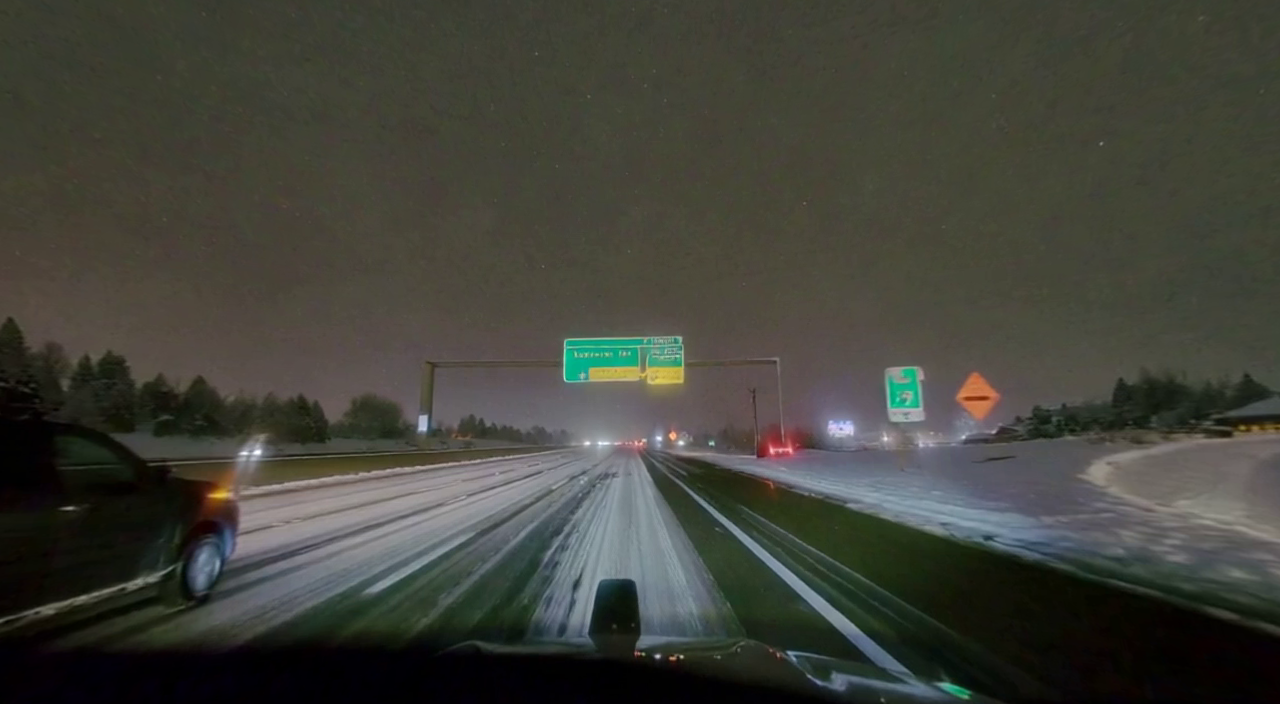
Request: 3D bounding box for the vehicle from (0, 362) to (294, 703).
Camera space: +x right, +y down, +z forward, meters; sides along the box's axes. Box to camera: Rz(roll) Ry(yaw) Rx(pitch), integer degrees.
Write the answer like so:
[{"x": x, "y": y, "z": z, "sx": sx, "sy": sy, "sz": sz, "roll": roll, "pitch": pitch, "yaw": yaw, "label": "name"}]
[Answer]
[{"x": -4.136, "y": 0.890, "z": 2.955, "sx": 2.200, "sy": 1.662, "sz": 5.091, "roll": 0, "pitch": -8, "yaw": -1, "label": "vehicle"}]
